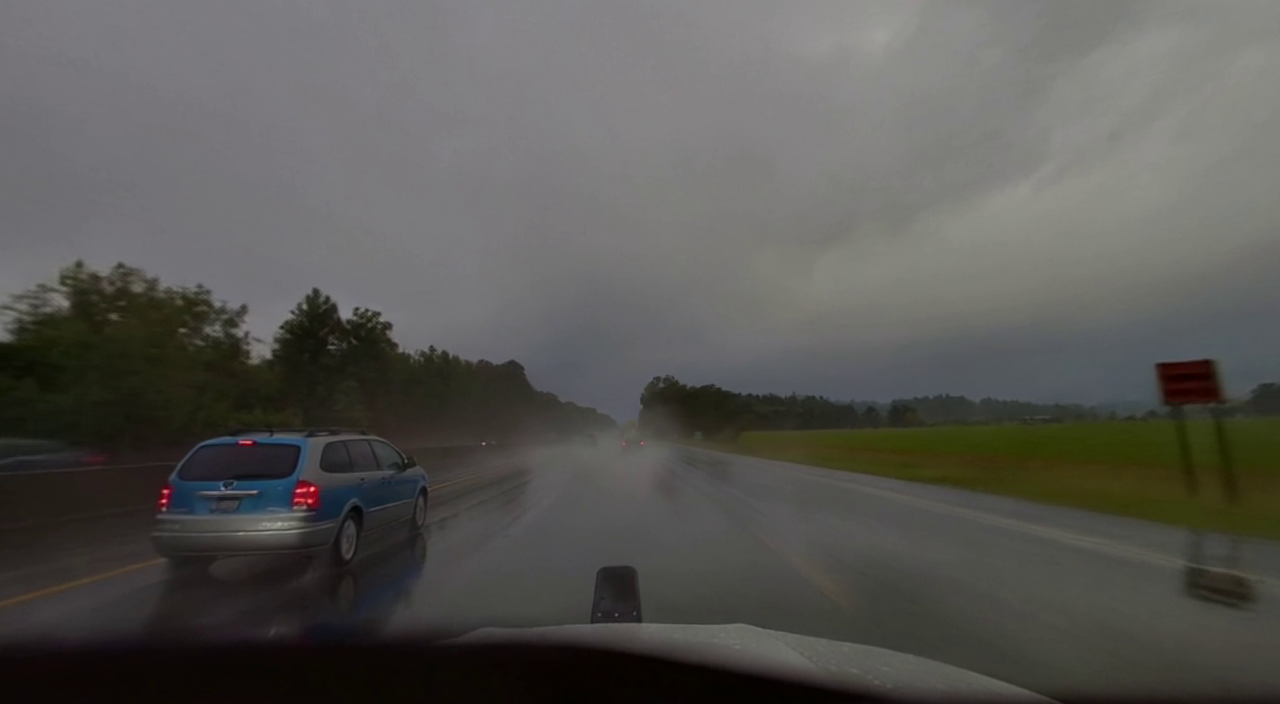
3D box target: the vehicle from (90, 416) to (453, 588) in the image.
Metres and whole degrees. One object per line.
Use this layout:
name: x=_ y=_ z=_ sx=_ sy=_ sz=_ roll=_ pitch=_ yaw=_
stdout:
vehicle: x=-3.840 y=1.596 z=7.615 sx=1.931 sy=1.483 sz=4.105 roll=0 pitch=-8 yaw=-1

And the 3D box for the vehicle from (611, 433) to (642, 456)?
vehicle: x=-0.952 y=6.872 z=46.771 sx=2.162 sy=1.616 sz=4.242 roll=0 pitch=-8 yaw=0
